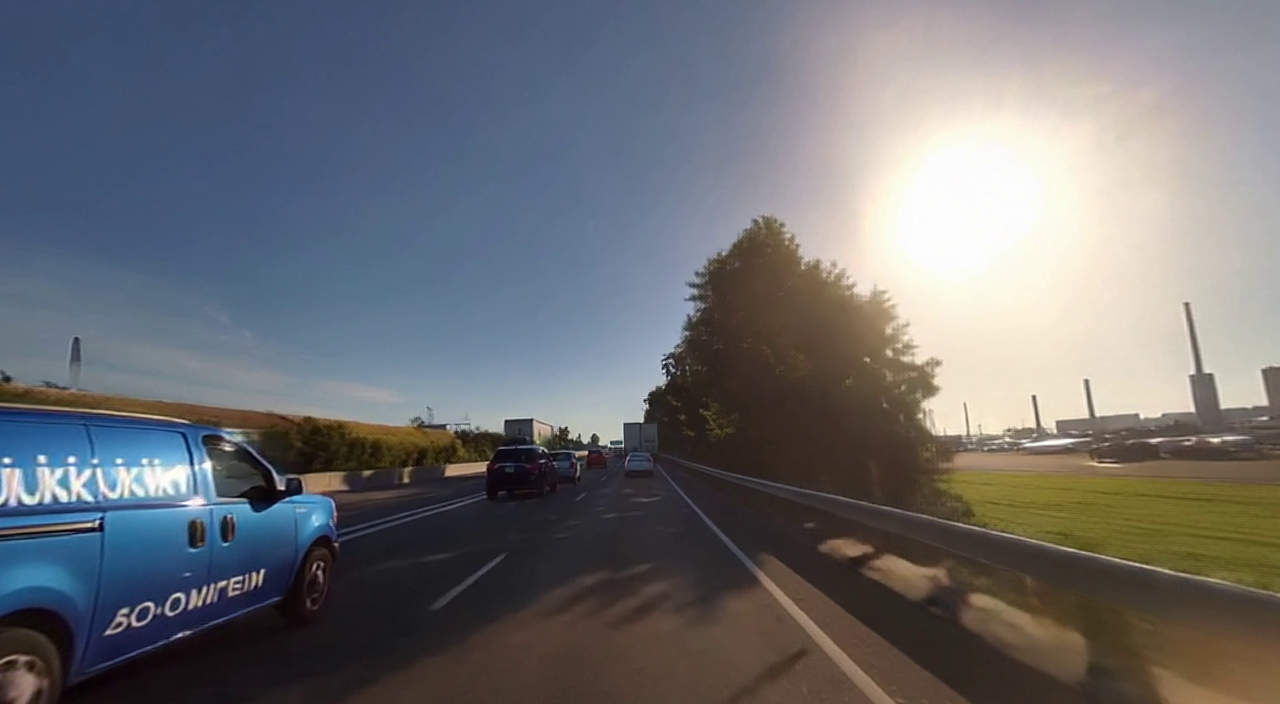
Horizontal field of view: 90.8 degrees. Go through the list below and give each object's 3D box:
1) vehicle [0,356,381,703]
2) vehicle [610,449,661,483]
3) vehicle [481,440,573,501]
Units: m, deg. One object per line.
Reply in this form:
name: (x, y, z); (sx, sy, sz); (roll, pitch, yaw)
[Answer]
vehicle: (-3.300, 1.017, 3.145); (2.117, 1.688, 4.582); (0, -9, -1)
vehicle: (-0.218, 5.012, 28.024); (2.095, 1.393, 3.908); (0, -9, -1)
vehicle: (-3.223, 3.458, 18.802); (1.937, 1.600, 4.141); (0, -9, 1)
